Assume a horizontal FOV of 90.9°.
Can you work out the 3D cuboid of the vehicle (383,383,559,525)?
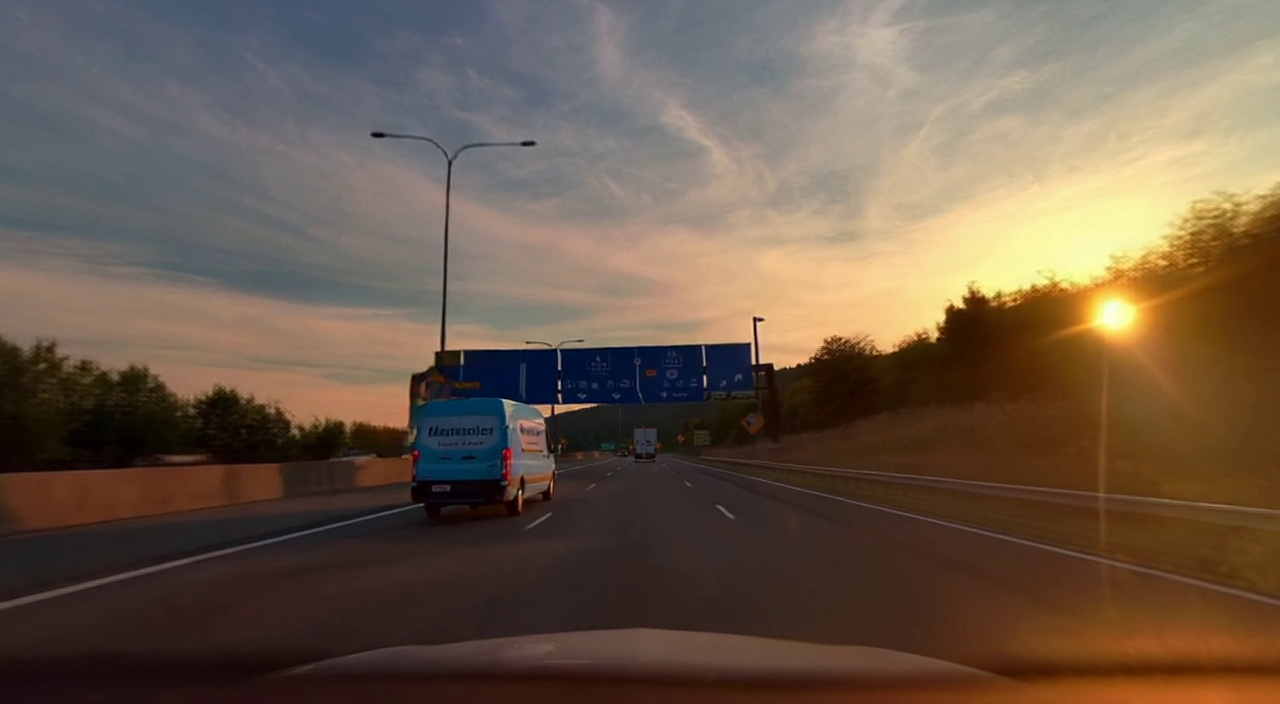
[{"bbox_3d":[-3.605,2.427,15.337,2.320,2.636,7.021,0,-9,0],"label":"vehicle"}]
